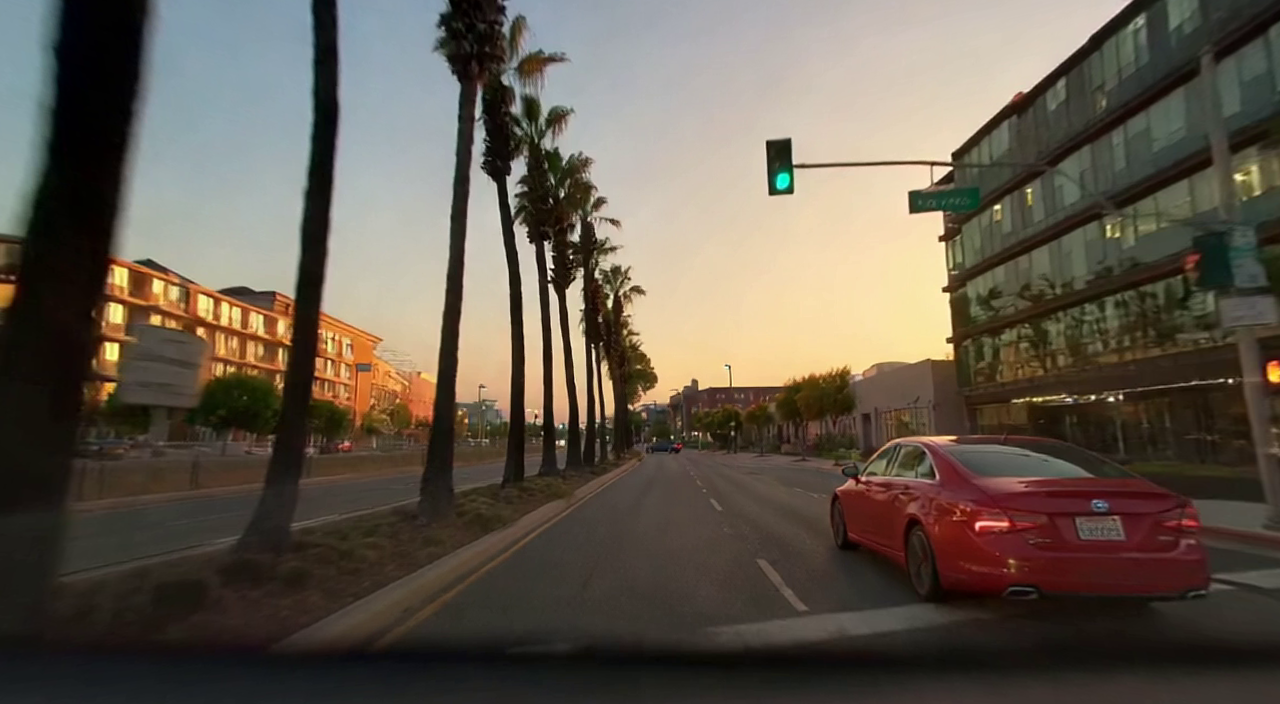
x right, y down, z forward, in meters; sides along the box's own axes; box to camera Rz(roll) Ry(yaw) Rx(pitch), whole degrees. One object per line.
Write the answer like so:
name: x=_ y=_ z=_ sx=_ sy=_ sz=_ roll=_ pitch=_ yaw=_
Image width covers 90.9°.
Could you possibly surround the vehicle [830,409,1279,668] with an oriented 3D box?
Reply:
vehicle: x=3.418 y=1.449 z=6.044 sx=1.867 sy=1.554 sz=4.301 roll=0 pitch=-8 yaw=1
